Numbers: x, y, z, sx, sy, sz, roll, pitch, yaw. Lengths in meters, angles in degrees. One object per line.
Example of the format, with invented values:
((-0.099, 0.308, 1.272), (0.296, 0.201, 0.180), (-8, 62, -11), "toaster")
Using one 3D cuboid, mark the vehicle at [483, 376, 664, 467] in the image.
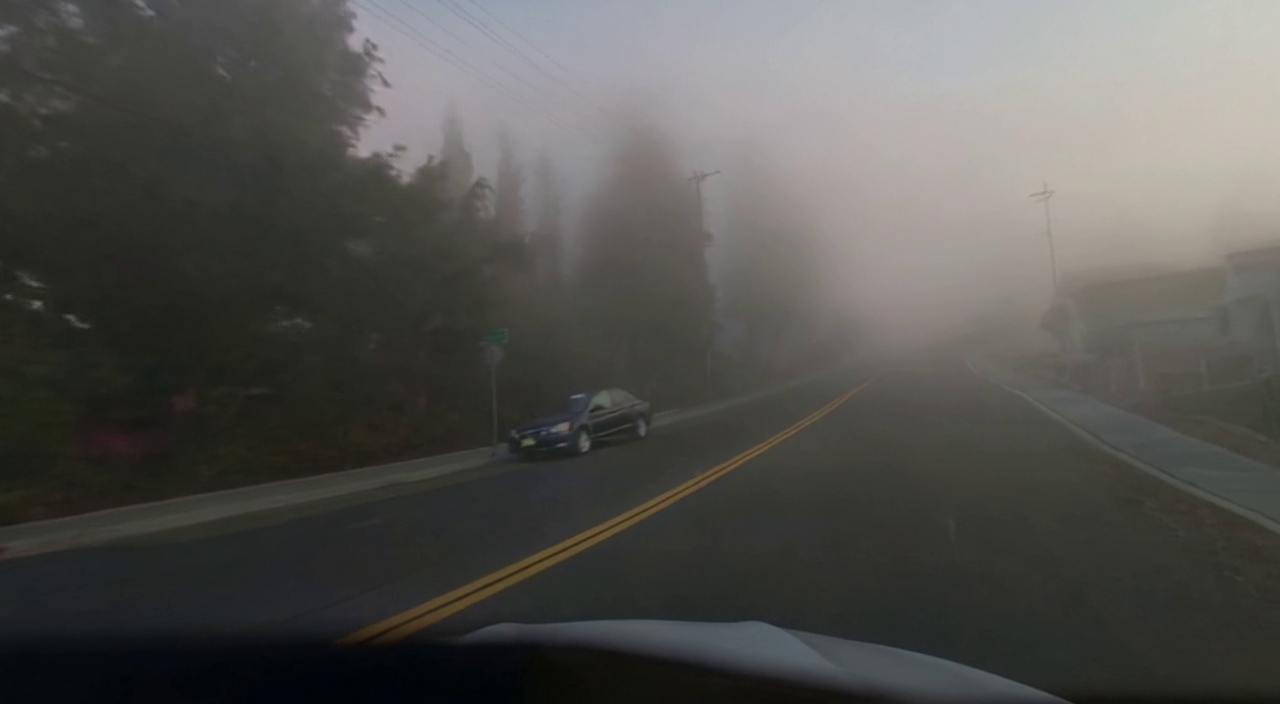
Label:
((-1.409, 1.589, 15.972), (2.032, 1.595, 5.289), (-3, 0, 26), "vehicle")
